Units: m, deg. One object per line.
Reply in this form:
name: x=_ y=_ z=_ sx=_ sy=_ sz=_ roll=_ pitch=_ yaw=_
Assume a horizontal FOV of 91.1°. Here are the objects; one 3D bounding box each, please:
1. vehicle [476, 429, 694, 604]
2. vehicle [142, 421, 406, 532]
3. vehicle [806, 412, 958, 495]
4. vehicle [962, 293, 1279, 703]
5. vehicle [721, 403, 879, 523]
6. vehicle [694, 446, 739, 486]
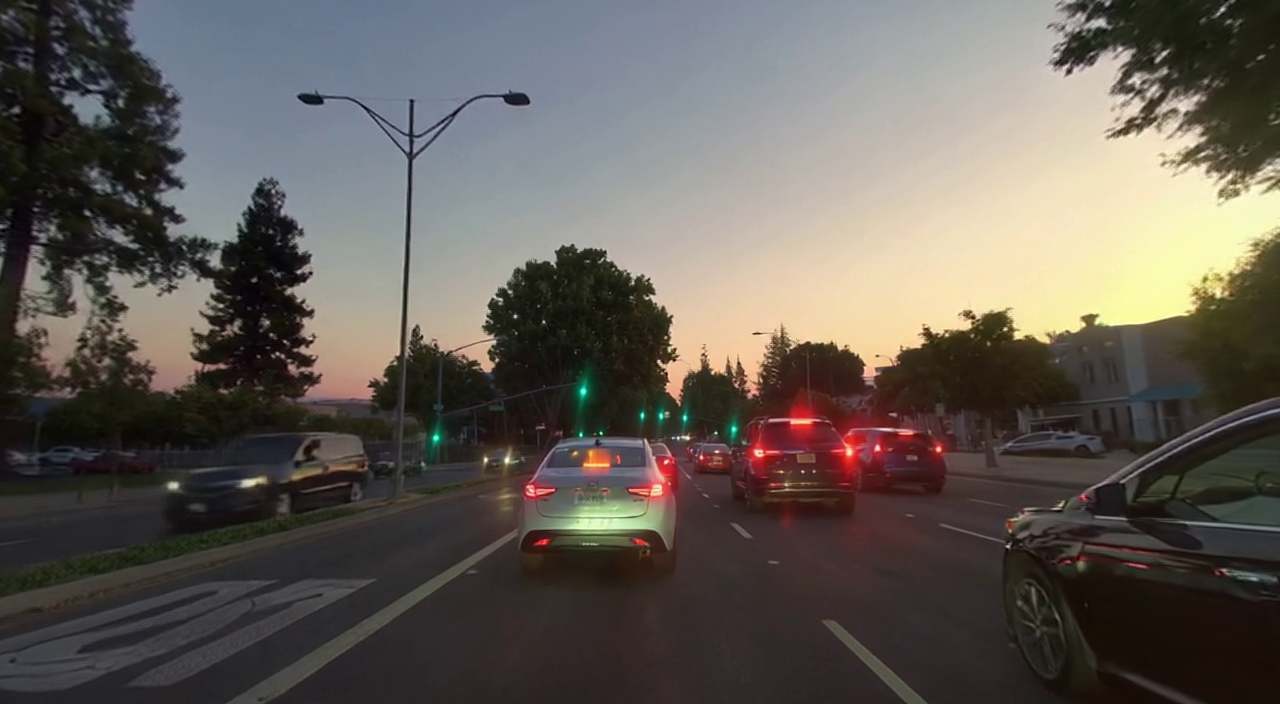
vehicle: x=-0.508 y=1.902 z=8.178 sx=2.111 sy=1.676 sz=4.018 roll=0 pitch=-8 yaw=1
vehicle: x=-8.762 y=3.036 z=16.208 sx=2.815 sy=2.263 sz=6.416 roll=0 pitch=-8 yaw=1
vehicle: x=7.314 y=3.163 z=19.813 sx=2.627 sy=2.252 sz=5.236 roll=0 pitch=-8 yaw=0
vehicle: x=3.179 y=0.769 z=2.013 sx=1.982 sy=1.960 sz=4.427 roll=0 pitch=-8 yaw=1
vehicle: x=3.702 y=2.746 z=16.030 sx=2.516 sy=2.481 sz=5.766 roll=0 pitch=-8 yaw=0
vehicle: x=3.358 y=5.043 z=28.214 sx=1.518 sy=1.650 sz=4.408 roll=0 pitch=-8 yaw=1
